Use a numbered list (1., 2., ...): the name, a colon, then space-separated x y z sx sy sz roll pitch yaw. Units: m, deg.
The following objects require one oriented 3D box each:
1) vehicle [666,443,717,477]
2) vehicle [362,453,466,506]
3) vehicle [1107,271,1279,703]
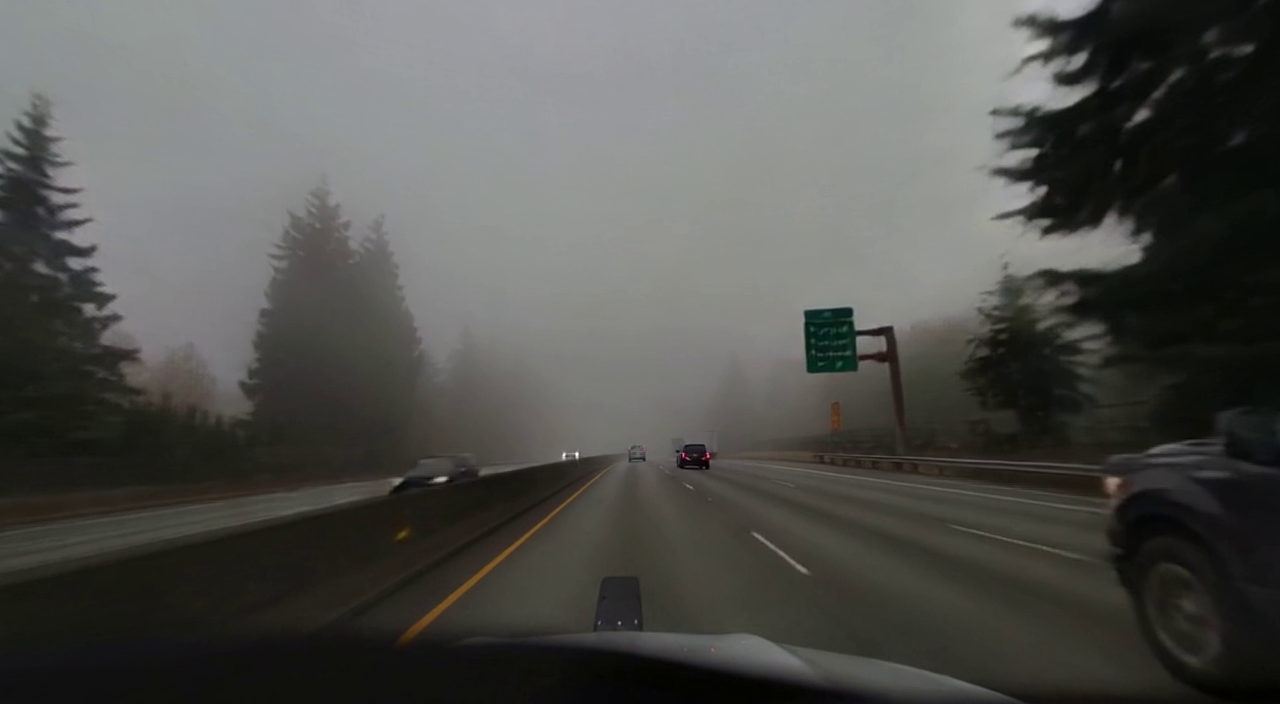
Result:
1. vehicle: 2.613 5.653 33.227 2.123 1.620 4.959 0 -9 -1
2. vehicle: -7.158 4.041 20.387 1.941 1.469 4.011 0 -9 -1
3. vehicle: 3.735 0.433 1.208 1.981 1.984 4.623 0 -9 -1
